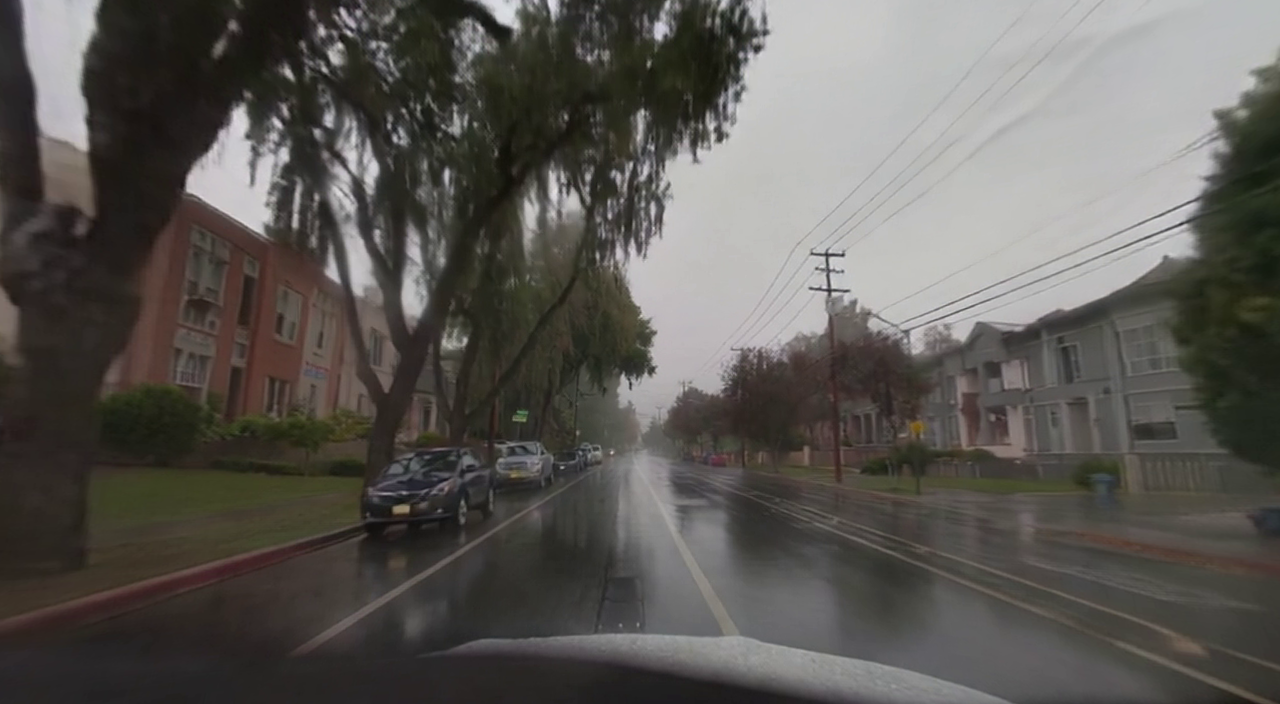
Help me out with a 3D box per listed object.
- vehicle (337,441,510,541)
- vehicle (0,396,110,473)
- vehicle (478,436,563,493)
[{"bbox_3d":[-3.893,2.544,12.360,1.825,1.542,4.715,0,-9,-1],"label":"vehicle"},{"bbox_3d":[-17.610,2.235,17.082,4.465,1.933,2.198,0,-8,-1],"label":"vehicle"},{"bbox_3d":[-4.399,4.258,24.271,2.189,1.887,5.616,-1,-9,0],"label":"vehicle"}]
